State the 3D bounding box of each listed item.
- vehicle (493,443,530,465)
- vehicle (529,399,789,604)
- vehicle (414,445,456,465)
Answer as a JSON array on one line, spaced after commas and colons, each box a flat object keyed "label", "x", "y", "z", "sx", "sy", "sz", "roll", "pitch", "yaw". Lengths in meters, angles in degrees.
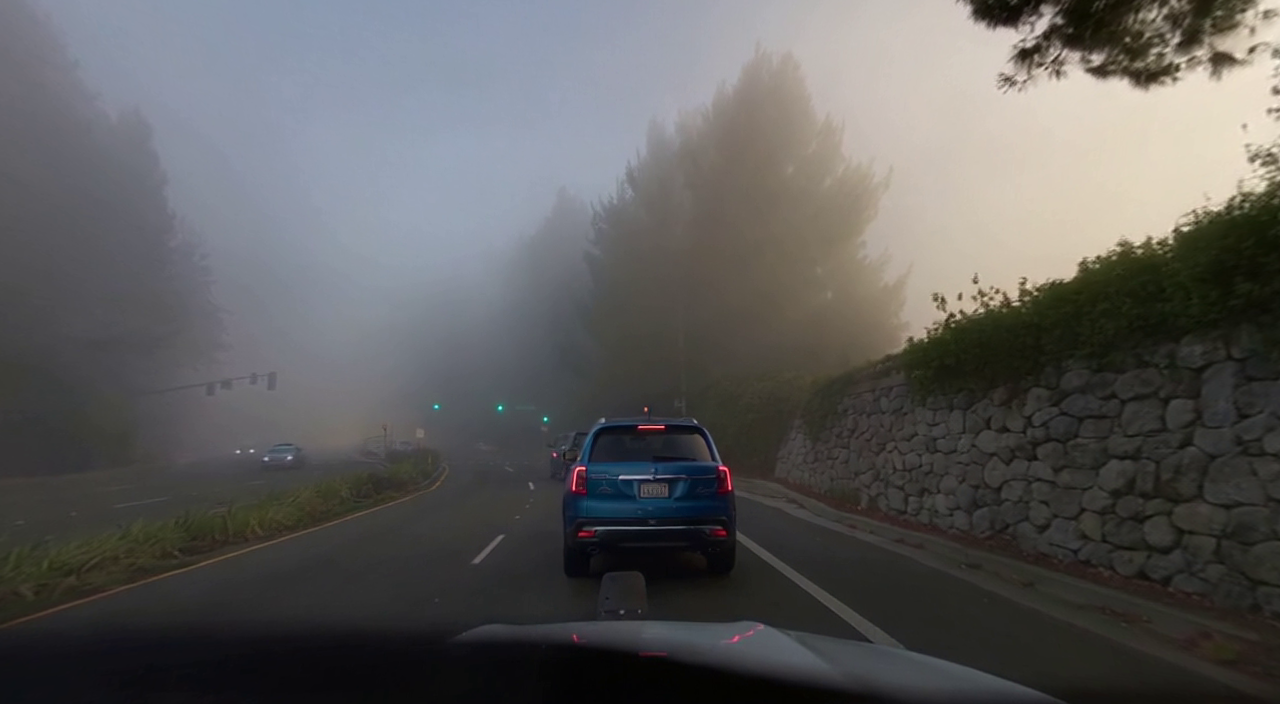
[{"label": "vehicle", "x": -9.459, "y": 7.429, "z": 46.196, "sx": 1.837, "sy": 1.483, "sz": 4.559, "roll": 3, "pitch": -9, "yaw": -21}, {"label": "vehicle", "x": -0.007, "y": 1.614, "z": 7.745, "sx": 2.287, "sy": 1.762, "sz": 4.269, "roll": 1, "pitch": -8, "yaw": -5}, {"label": "vehicle", "x": -15.872, "y": 7.912, "z": 48.785, "sx": 2.023, "sy": 1.474, "sz": 4.286, "roll": 5, "pitch": -10, "yaw": -32}]
